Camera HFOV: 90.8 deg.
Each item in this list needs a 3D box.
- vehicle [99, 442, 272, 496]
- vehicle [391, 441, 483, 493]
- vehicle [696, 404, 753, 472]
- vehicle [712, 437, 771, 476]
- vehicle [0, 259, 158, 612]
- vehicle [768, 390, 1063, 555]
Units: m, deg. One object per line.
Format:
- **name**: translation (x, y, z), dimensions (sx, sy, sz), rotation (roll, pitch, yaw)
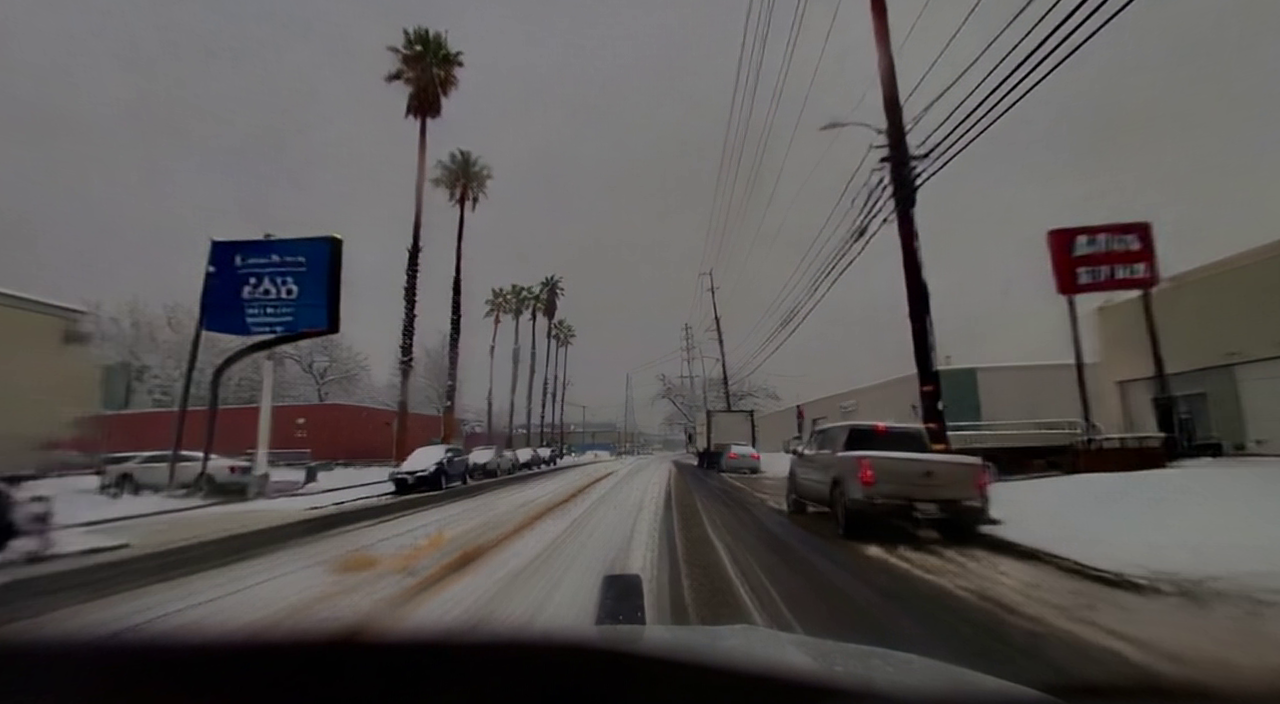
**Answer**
- **vehicle**: translation (-15.391, 3.971, 21.836), dimensions (1.935, 1.550, 4.951), rotation (-3, -9, 7)
- **vehicle**: translation (-7.426, 4.215, 23.554), dimensions (1.936, 1.632, 4.145), rotation (-3, -8, 2)
- **vehicle**: translation (5.088, 5.478, 39.852), dimensions (2.933, 3.697, 10.065), rotation (-1, -9, 4)
- **vehicle**: translation (4.930, 5.162, 31.481), dimensions (2.141, 1.739, 5.130), rotation (0, -9, 1)
- **vehicle**: translation (-7.853, 0.505, 4.113), dimensions (2.941, 3.418, 7.738), rotation (-1, -9, 3)
- **vehicle**: translation (3.955, 1.916, 10.787), dimensions (2.400, 1.985, 6.155), rotation (0, -9, 2)
